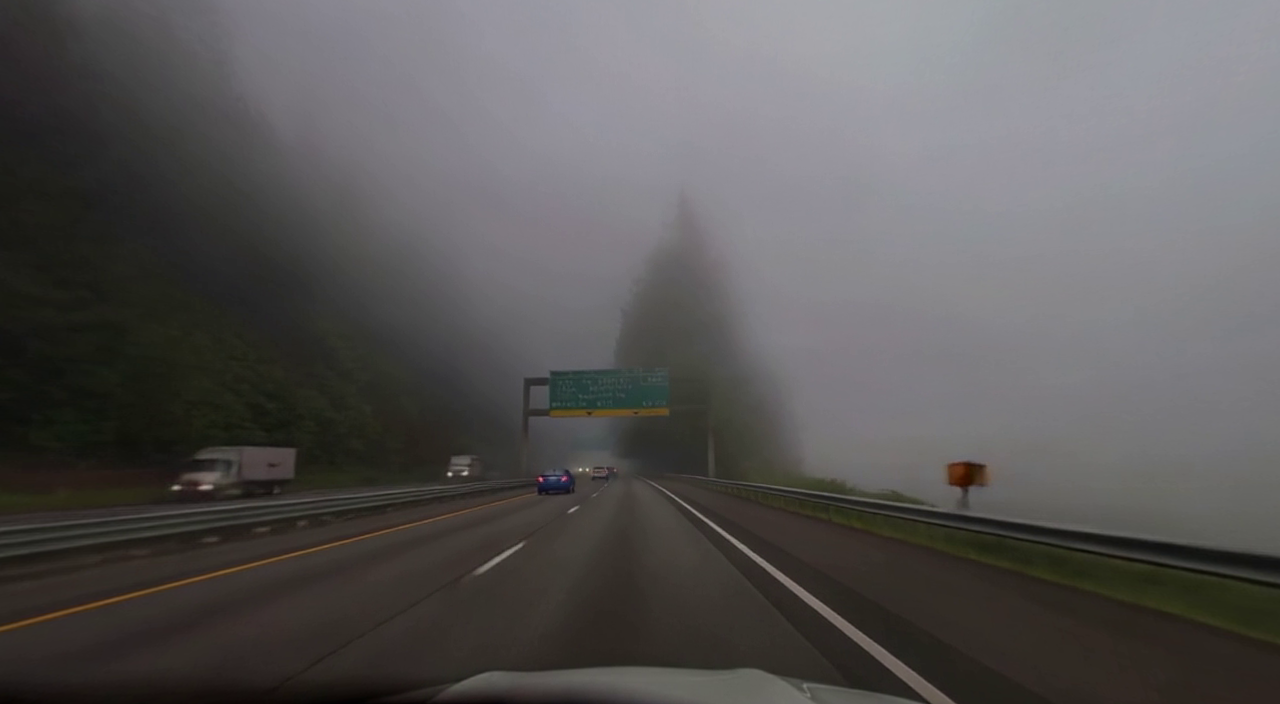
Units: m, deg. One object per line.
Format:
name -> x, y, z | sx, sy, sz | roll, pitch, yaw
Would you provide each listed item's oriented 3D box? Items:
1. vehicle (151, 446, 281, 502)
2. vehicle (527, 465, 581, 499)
vehicle -> -24.530, 7.134, 37.018 | 2.603, 2.942, 6.912 | 1, -11, 1
vehicle -> -4.157, 6.363, 31.059 | 1.995, 1.467, 4.467 | 1, -11, 0
